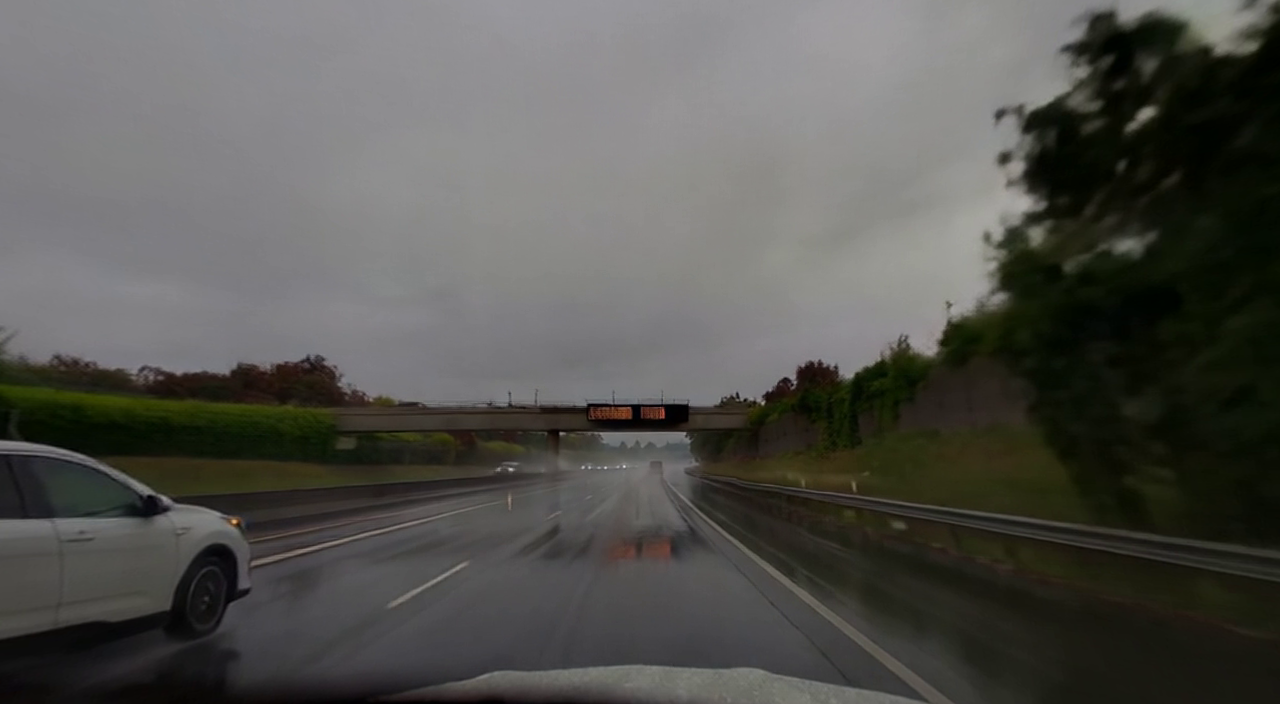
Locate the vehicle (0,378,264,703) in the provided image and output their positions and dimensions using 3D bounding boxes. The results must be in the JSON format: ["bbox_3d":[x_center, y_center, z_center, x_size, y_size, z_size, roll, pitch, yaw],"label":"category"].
[{"bbox_3d":[-4.076,0.895,2.566,2.141,1.697,4.641,1,-11,0],"label":"vehicle"}]
